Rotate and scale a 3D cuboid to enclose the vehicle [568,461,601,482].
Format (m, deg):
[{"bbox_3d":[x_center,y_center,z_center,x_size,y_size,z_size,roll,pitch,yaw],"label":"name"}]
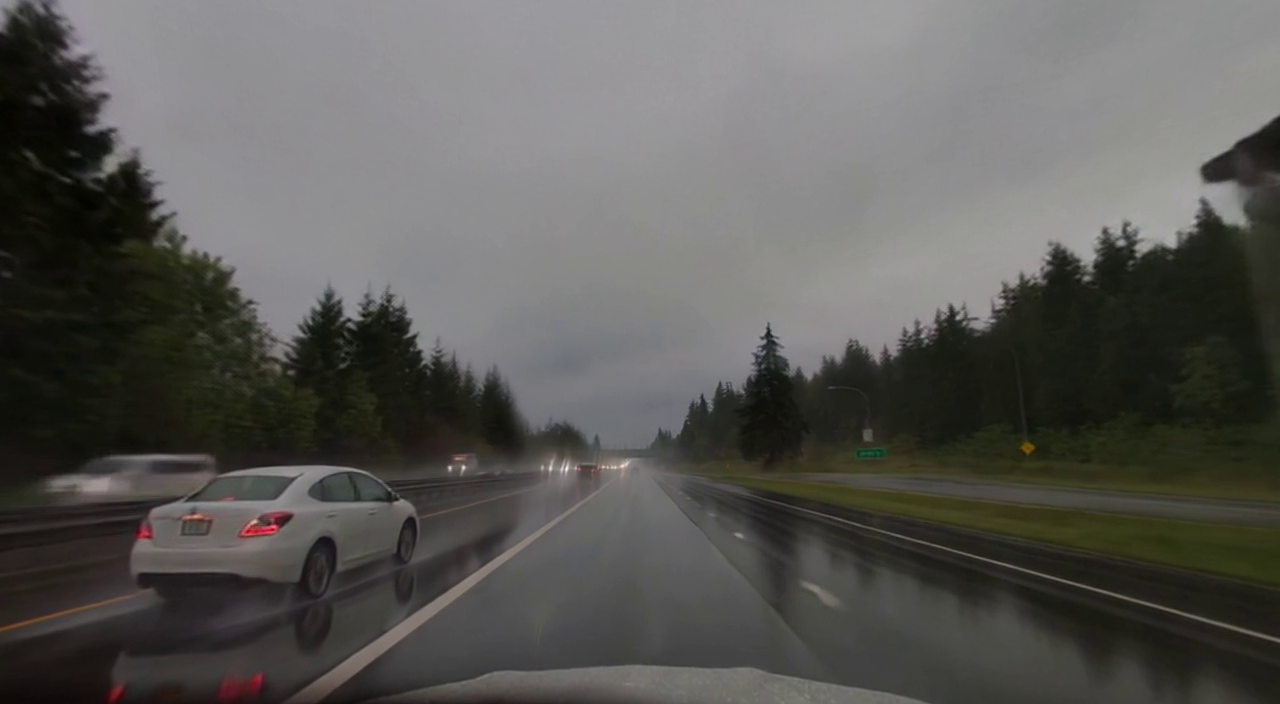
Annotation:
[{"bbox_3d":[-4.208,9.171,48.228,2.126,1.488,4.186,1,-11,-1],"label":"vehicle"}]

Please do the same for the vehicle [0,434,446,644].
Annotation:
[{"bbox_3d":[-3.808,1.734,6.738,1.998,1.427,4.462,1,-11,0],"label":"vehicle"}]
